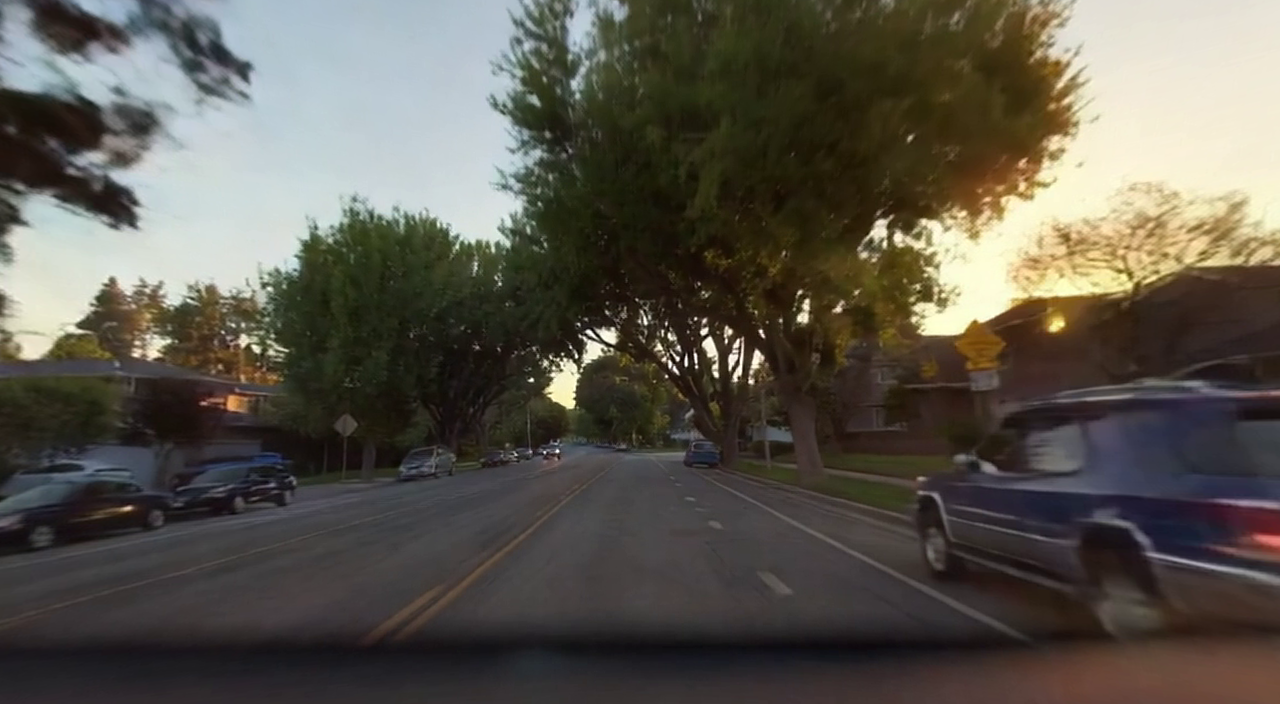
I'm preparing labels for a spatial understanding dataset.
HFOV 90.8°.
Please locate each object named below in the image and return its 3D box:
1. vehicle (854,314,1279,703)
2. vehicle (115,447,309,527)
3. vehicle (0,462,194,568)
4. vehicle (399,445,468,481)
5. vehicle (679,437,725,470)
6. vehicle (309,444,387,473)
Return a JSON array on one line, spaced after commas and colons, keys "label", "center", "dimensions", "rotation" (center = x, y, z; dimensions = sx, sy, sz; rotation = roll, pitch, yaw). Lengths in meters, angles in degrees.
[{"label": "vehicle", "center": [3.839, 1.116, 4.674], "dimensions": [2.319, 1.938, 5.961], "rotation": [0, -8, -1]}, {"label": "vehicle", "center": [-11.119, 3.476, 16.970], "dimensions": [1.981, 1.790, 4.682], "rotation": [0, -8, -1]}, {"label": "vehicle", "center": [-11.078, 2.956, 12.161], "dimensions": [1.815, 1.532, 4.517], "rotation": [0, -8, -2]}, {"label": "vehicle", "center": [-11.203, 6.041, 34.712], "dimensions": [2.293, 1.836, 4.586], "rotation": [0, -8, -1]}, {"label": "vehicle", "center": [3.575, 5.984, 37.518], "dimensions": [2.176, 1.793, 5.534], "rotation": [0, -8, 0]}, {"label": "vehicle", "center": [-20.367, 7.409, 44.163], "dimensions": [4.398, 1.902, 2.043], "rotation": [0, -8, 1]}]
